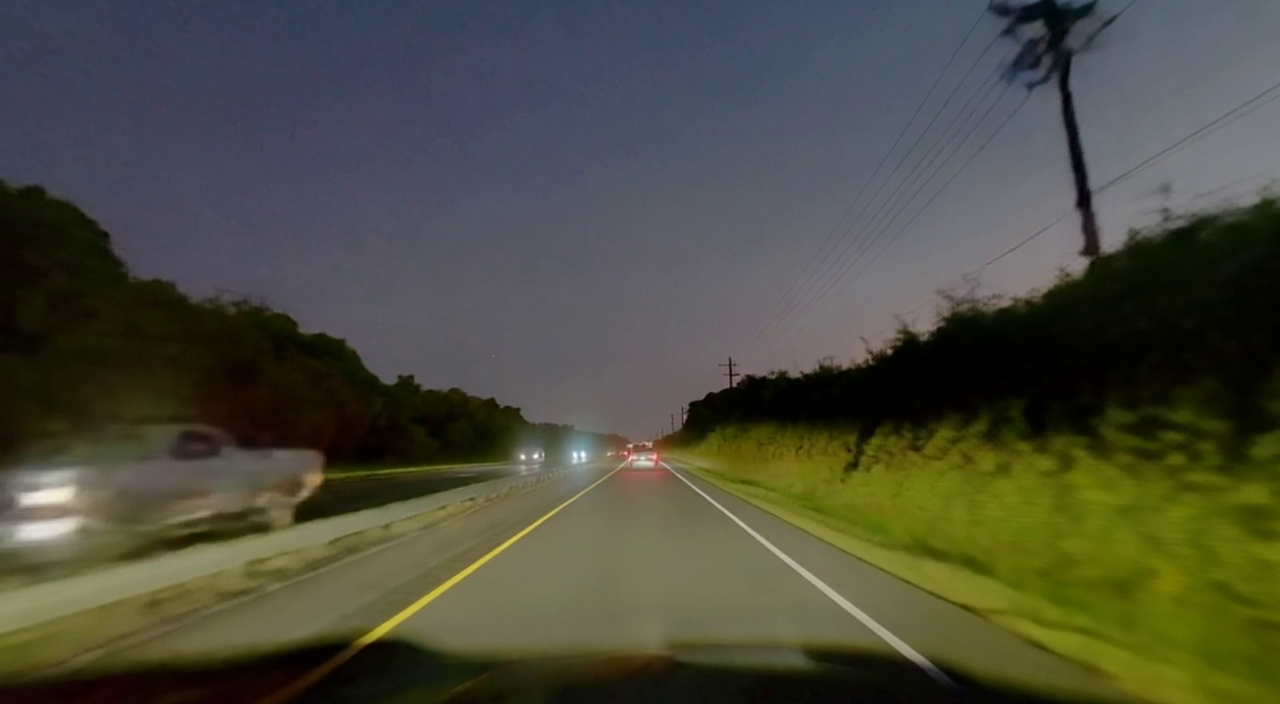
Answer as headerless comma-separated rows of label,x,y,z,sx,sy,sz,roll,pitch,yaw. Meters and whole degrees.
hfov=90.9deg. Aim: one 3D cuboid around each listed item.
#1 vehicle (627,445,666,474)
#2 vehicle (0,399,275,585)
vehicle,0.320,5.920,34.912,2.080,1.486,3.813,0,-9,-1
vehicle,-7.111,1.661,8.072,2.145,1.740,4.433,0,-9,0
